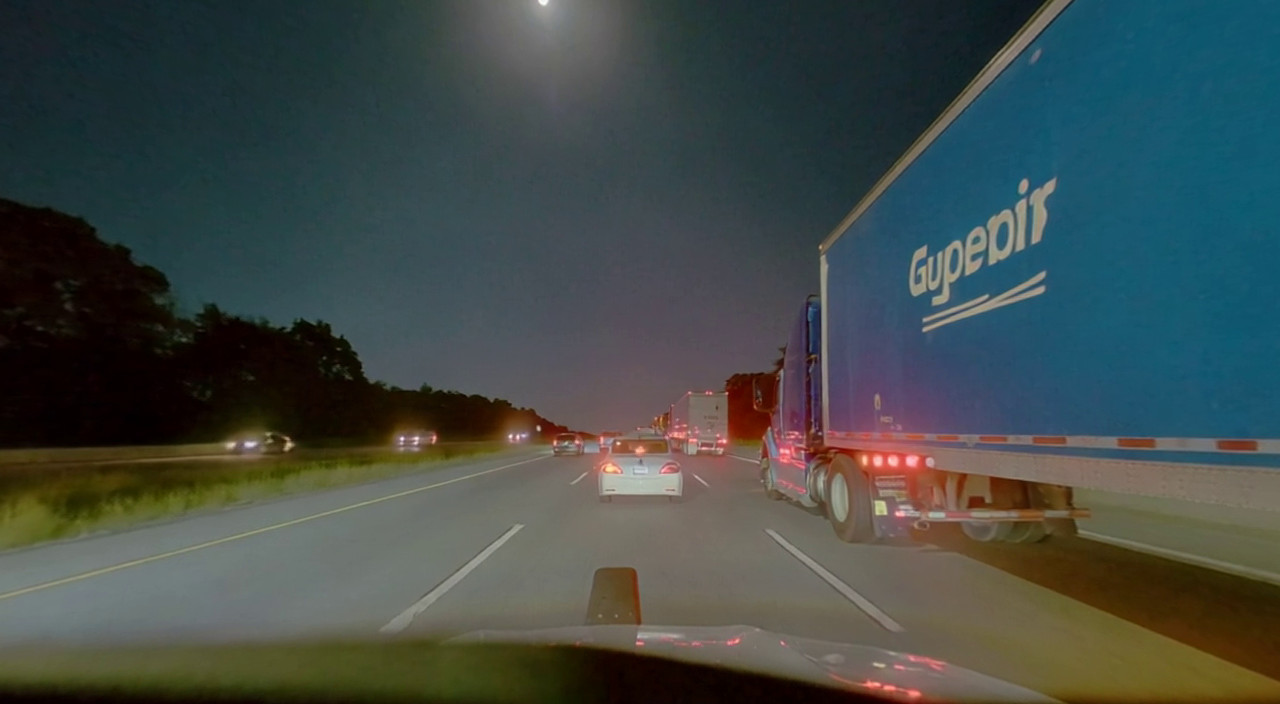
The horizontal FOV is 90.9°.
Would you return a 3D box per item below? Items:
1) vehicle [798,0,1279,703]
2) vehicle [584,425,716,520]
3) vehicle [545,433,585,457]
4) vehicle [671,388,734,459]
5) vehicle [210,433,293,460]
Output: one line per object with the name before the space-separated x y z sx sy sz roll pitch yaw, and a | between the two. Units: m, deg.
vehicle | 4.143 -0.207 3.550 2.816 4.070 14.136 0 -8 0
vehicle | 0.130 2.088 11.491 2.021 1.435 3.611 0 -8 -1
vehicle | -4.700 5.873 40.156 1.983 1.434 4.451 0 -8 0
vehicle | 3.946 5.001 43.099 2.869 4.067 13.731 0 -8 0
vehicle | -22.536 5.459 36.747 1.869 1.465 4.533 0 -8 2
